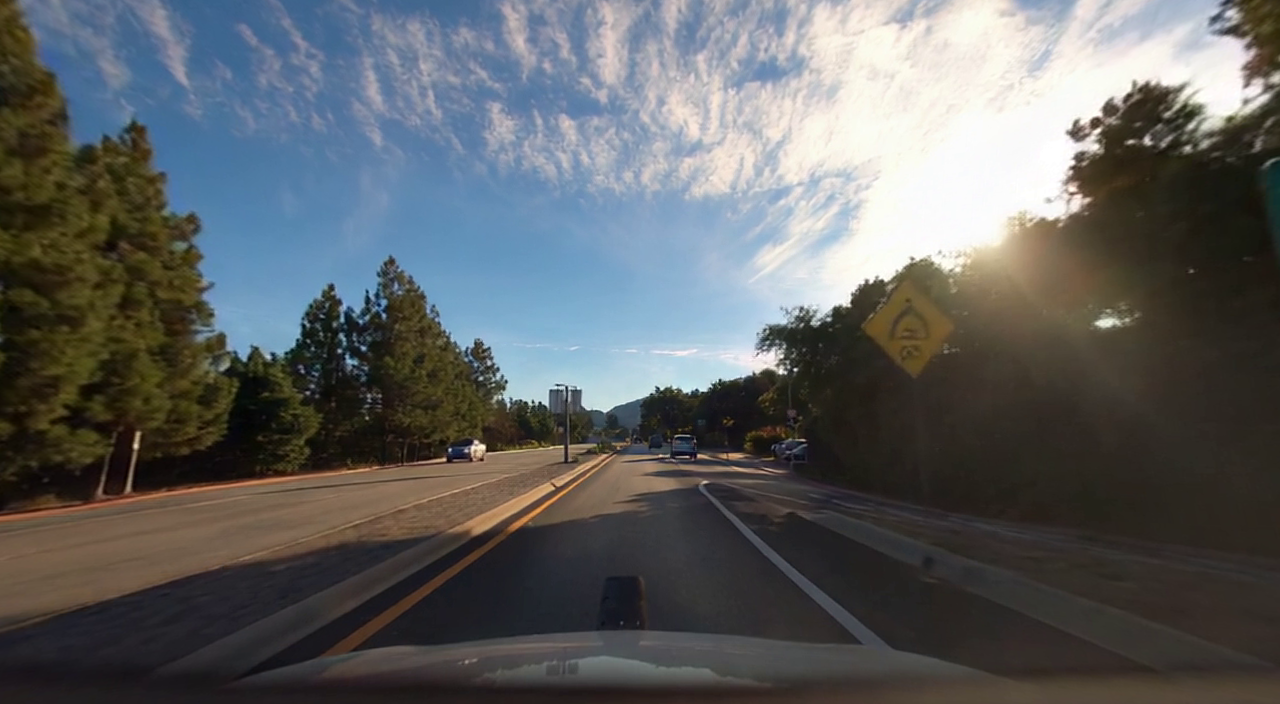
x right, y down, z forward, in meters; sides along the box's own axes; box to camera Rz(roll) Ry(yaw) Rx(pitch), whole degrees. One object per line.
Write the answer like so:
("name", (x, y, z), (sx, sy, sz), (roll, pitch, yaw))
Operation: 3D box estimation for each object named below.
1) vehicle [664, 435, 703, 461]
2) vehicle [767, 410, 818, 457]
("vehicle", (3.090, 6.951, 45.947), (2.183, 1.744, 4.424), (0, -8, -4))
("vehicle", (10.915, 5.893, 45.433), (3.250, 3.147, 4.411), (-3, -9, 13))
